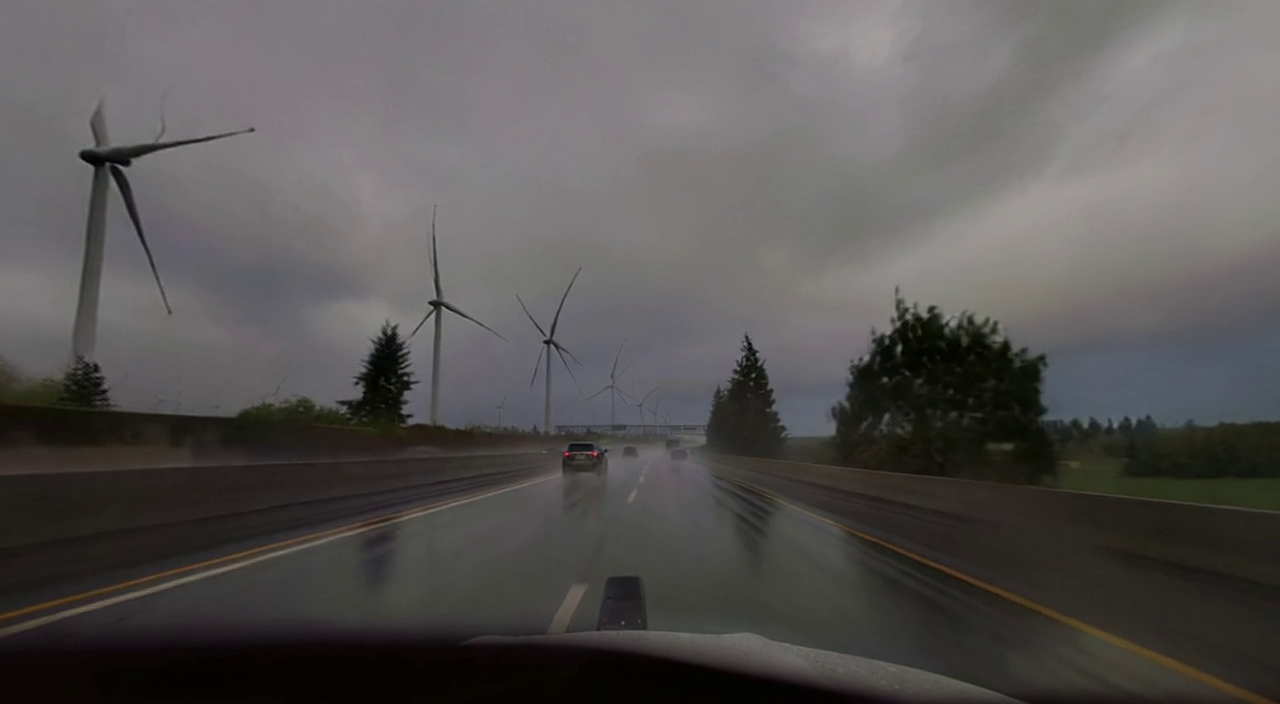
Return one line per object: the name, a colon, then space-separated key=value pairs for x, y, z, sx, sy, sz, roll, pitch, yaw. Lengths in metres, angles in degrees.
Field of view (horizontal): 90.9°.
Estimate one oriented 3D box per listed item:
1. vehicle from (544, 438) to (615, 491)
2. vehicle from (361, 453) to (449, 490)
vehicle: x=-2.052 y=3.998 z=22.649 sx=2.038 sy=1.723 sz=4.150 roll=-1 pitch=-9 yaw=1
vehicle: x=-10.375 y=5.289 z=28.288 sx=1.960 sy=1.495 sz=4.870 roll=-1 pitch=-9 yaw=1
